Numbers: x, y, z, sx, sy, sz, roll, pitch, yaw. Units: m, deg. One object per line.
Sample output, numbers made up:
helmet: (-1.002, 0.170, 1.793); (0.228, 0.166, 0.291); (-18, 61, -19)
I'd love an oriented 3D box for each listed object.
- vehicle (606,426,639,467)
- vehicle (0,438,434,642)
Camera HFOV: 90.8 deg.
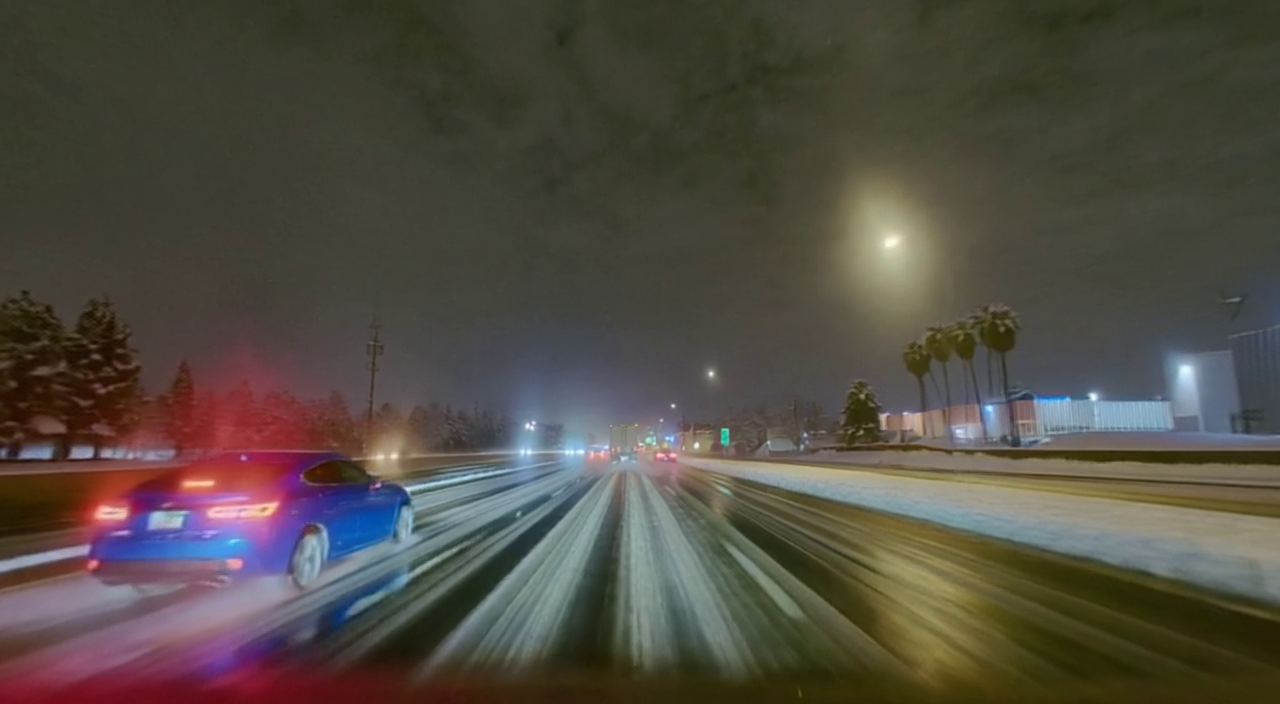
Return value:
vehicle: (-1.313, 7.256, 48.578); (2.364, 2.953, 6.495); (0, -9, -2)
vehicle: (-3.992, 1.686, 6.765); (2.097, 1.447, 4.291); (0, -9, 0)
